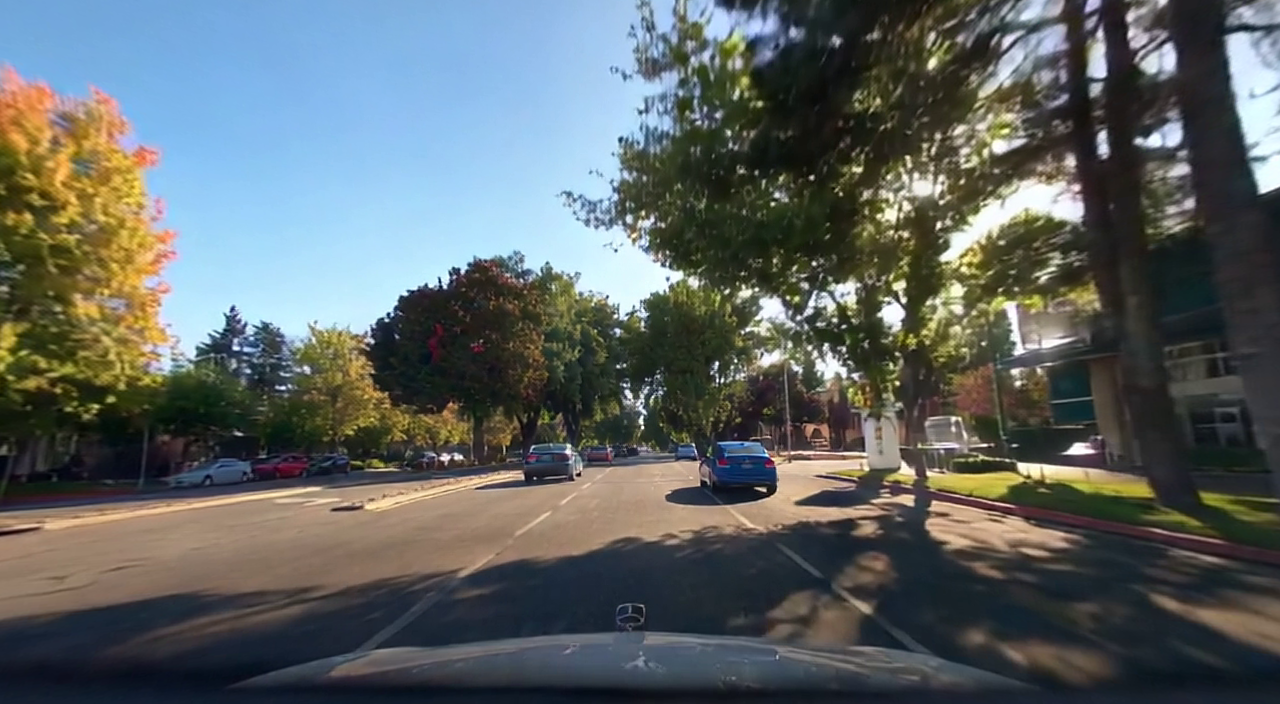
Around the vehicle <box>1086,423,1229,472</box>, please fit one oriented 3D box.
[{"bbox_3d":[28.505,5.247,34.790,6.334,2.182,2.351,-2,-8,-11],"label":"vehicle"}]

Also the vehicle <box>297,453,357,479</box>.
[{"bbox_3d":[-22.397,8.126,45.313,1.922,1.682,4.638,0,-8,0],"label":"vehicle"}]

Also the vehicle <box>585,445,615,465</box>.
[{"bbox_3d":[-3.048,7.919,48.756,2.060,1.459,4.311,0,-8,0],"label":"vehicle"}]

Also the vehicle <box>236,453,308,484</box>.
[{"bbox_3d":[-22.584,7.144,38.879,1.853,1.693,4.233,0,-8,1],"label":"vehicle"}]

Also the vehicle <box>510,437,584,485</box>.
[{"bbox_3d":[-3.410,4.074,23.905,2.113,1.626,4.129,0,-8,1],"label":"vehicle"}]

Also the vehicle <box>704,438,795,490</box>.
[{"bbox_3d":[3.371,3.553,20.354,2.083,1.474,4.360,0,-8,-1],"label":"vehicle"}]

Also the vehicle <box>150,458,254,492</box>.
[{"bbox_3d":[-22.495,6.306,32.615,2.059,1.463,4.780,0,-8,-2],"label":"vehicle"}]
